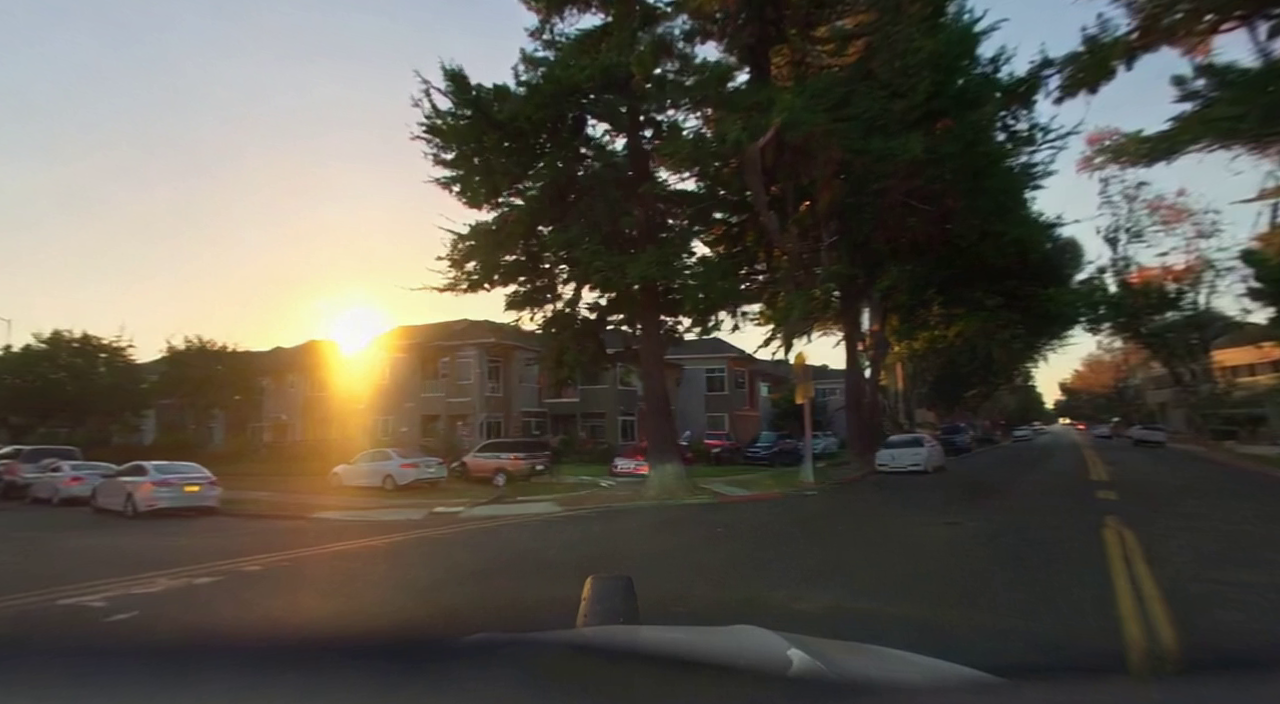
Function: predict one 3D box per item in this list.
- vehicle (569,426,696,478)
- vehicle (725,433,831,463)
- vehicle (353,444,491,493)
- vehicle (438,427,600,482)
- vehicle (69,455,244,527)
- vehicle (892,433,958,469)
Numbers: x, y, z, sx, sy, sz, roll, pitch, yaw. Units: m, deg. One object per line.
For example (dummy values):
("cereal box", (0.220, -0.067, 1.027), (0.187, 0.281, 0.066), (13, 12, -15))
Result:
("vehicle", (-0.127, 3.374, 21.334), (1.918, 1.549, 4.413), (-7, -11, 38))
("vehicle", (7.188, 5.041, 33.112), (5.079, 1.480, 1.802), (-6, -10, 34))
("vehicle", (-7.123, 3.793, 20.910), (2.061, 1.417, 3.821), (-5, -10, 31))
("vehicle", (-3.763, 3.341, 20.732), (2.104, 1.533, 5.312), (-6, -10, 33))
("vehicle", (-11.831, 3.249, 15.314), (4.744, 1.410, 1.977), (-6, -10, 36))
("vehicle", (12.953, 4.454, 28.439), (2.009, 1.454, 4.076), (-6, -10, 33))
